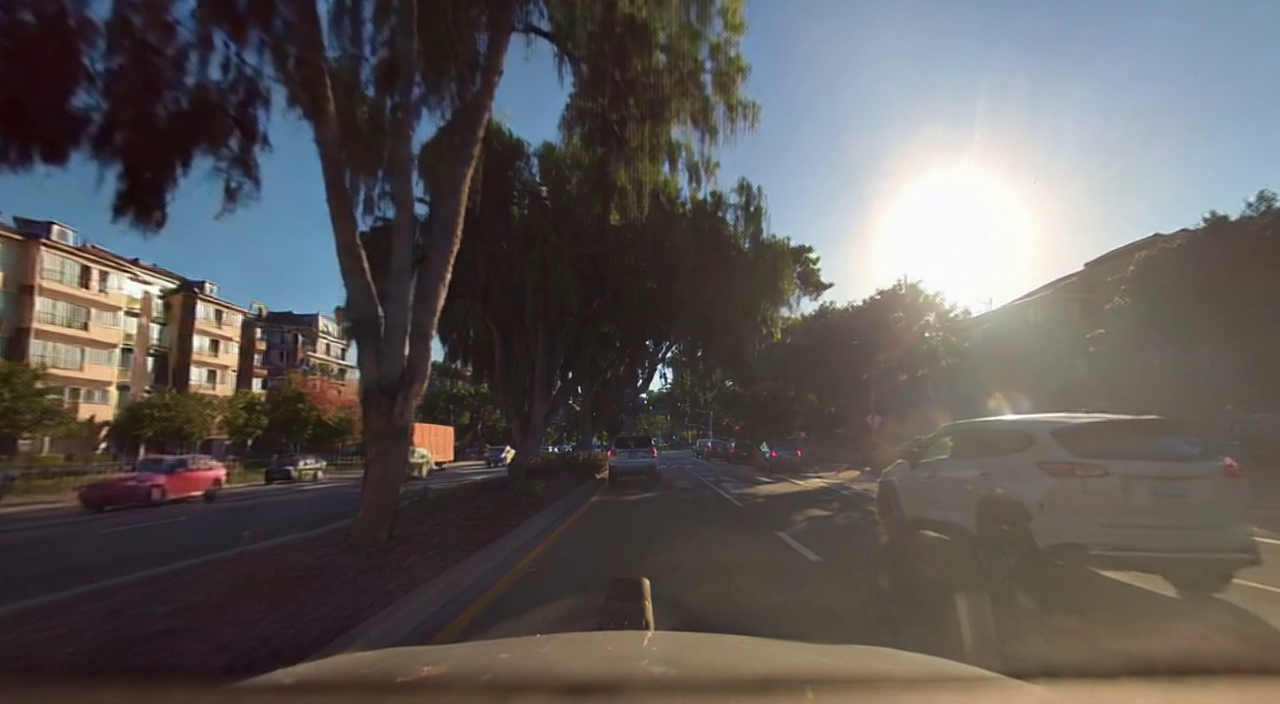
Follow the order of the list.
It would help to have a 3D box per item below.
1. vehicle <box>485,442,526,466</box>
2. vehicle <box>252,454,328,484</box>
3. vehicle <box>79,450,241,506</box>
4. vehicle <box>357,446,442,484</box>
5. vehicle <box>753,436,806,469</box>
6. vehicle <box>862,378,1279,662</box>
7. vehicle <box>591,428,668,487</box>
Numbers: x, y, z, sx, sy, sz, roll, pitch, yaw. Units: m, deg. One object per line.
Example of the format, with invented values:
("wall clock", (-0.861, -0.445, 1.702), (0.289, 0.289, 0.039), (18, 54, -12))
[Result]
("vehicle", (-10.261, 7.796, 48.405), (2.142, 1.742, 4.523), (0, -9, 1))
("vehicle", (-20.449, 6.842, 37.044), (1.821, 1.568, 4.296), (0, -9, 2))
("vehicle", (-16.545, 4.318, 22.117), (1.972, 1.723, 4.608), (0, -9, 1))
("vehicle", (-10.314, 4.857, 27.450), (1.907, 1.471, 4.410), (0, -9, 1))
("vehicle", (7.772, 5.633, 35.431), (1.971, 1.722, 4.341), (0, -8, 0))
("vehicle", (3.983, 1.333, 6.078), (2.100, 1.689, 4.501), (0, -8, 1))
("vehicle", (-0.329, 3.560, 21.531), (2.332, 1.798, 4.546), (0, -8, 0))
